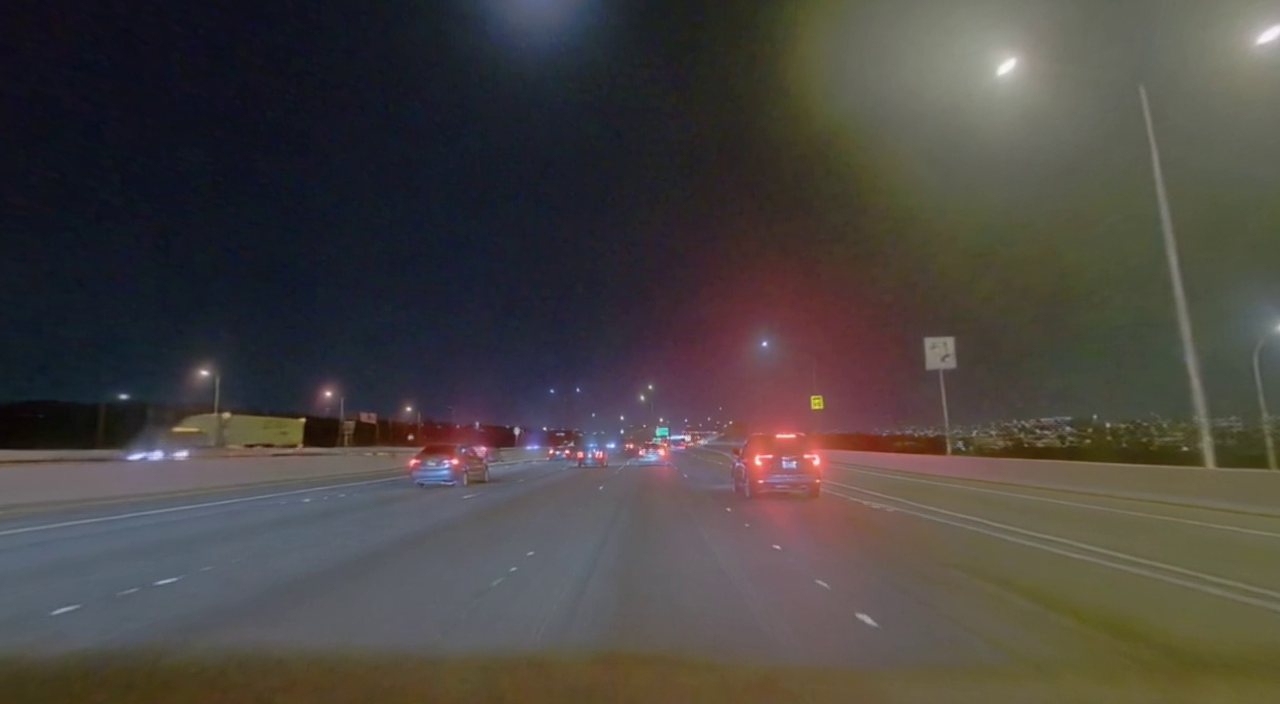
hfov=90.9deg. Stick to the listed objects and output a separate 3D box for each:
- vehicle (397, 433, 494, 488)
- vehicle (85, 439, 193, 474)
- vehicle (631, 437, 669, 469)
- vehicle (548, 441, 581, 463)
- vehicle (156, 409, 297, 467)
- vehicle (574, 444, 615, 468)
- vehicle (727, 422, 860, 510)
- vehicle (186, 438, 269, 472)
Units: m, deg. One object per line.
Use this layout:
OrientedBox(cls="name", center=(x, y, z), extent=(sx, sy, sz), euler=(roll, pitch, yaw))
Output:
OrientedBox(cls="vehicle", center=(-6.468, 3.633, 21.513), extent=(1.946, 1.688, 4.019), euler=(0, -8, 1))
OrientedBox(cls="vehicle", center=(-22.986, 4.795, 29.127), extent=(1.845, 1.481, 3.724), euler=(0, -8, 2))
OrientedBox(cls="vehicle", center=(0.592, 5.973, 37.459), extent=(2.133, 1.739, 3.925), euler=(0, -8, 2))
OrientedBox(cls="vehicle", center=(-5.901, 7.853, 49.696), extent=(1.992, 1.604, 3.966), euler=(0, -8, 1))
OrientedBox(cls="vehicle", center=(-29.462, 6.285, 45.798), extent=(2.954, 3.722, 10.346), euler=(0, -8, 1))
OrientedBox(cls="vehicle", center=(-2.826, 6.569, 40.088), extent=(2.205, 1.406, 4.286), euler=(0, -8, 2))
OrientedBox(cls="vehicle", center=(3.559, 2.736, 15.656), extent=(2.083, 1.823, 4.627), euler=(0, -8, -1))
OrientedBox(cls="vehicle", center=(-19.129, 4.785, 29.431), extent=(1.536, 1.439, 3.473), euler=(-1, -9, 0))
